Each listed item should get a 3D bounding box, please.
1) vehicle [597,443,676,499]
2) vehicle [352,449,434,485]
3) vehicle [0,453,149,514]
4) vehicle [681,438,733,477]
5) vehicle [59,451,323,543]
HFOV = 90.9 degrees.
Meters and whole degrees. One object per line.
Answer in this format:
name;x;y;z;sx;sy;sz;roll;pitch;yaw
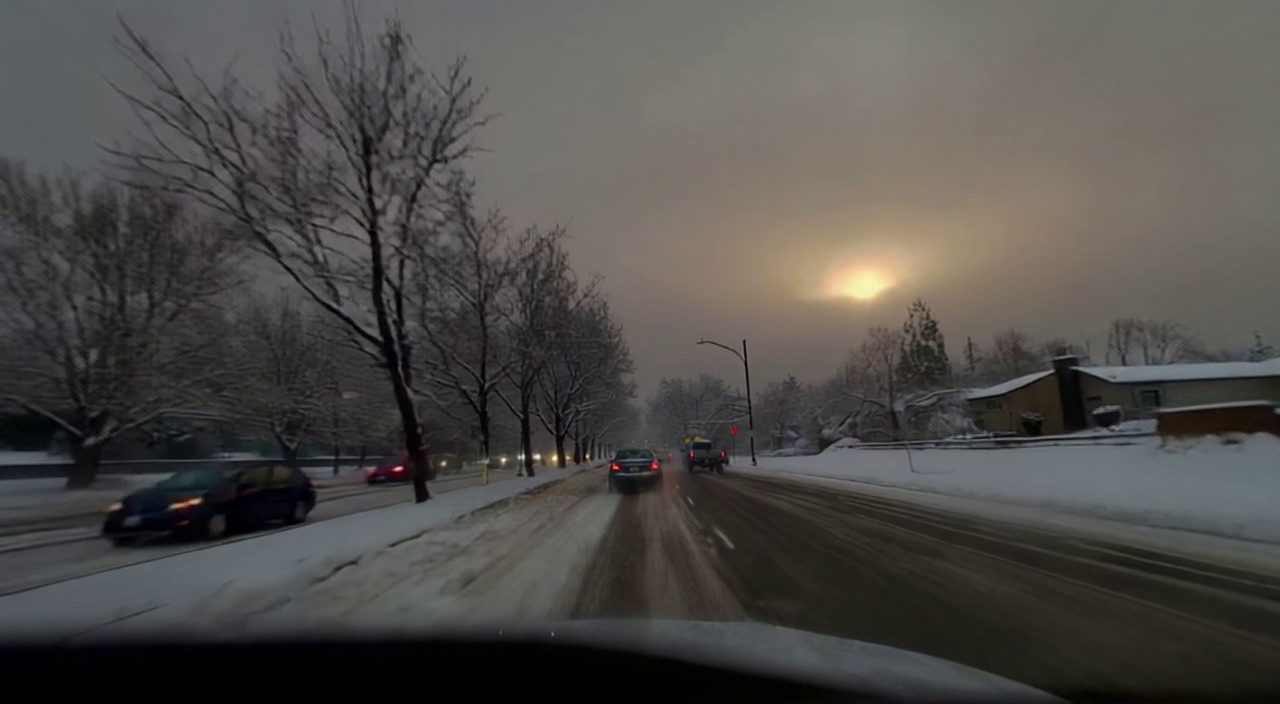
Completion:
vehicle;-0.106;3.525;19.114;2.140;1.474;4.026;0;-8;0
vehicle;-11.422;5.340;29.508;1.917;1.488;4.611;0;-8;1
vehicle;-18.622;4.108;20.230;1.906;1.655;4.691;0;-8;1
vehicle;3.281;5.273;31.743;2.073;1.822;4.276;0;-8;0
vehicle;-8.688;2.802;12.877;2.035;1.463;4.527;0;-8;0
